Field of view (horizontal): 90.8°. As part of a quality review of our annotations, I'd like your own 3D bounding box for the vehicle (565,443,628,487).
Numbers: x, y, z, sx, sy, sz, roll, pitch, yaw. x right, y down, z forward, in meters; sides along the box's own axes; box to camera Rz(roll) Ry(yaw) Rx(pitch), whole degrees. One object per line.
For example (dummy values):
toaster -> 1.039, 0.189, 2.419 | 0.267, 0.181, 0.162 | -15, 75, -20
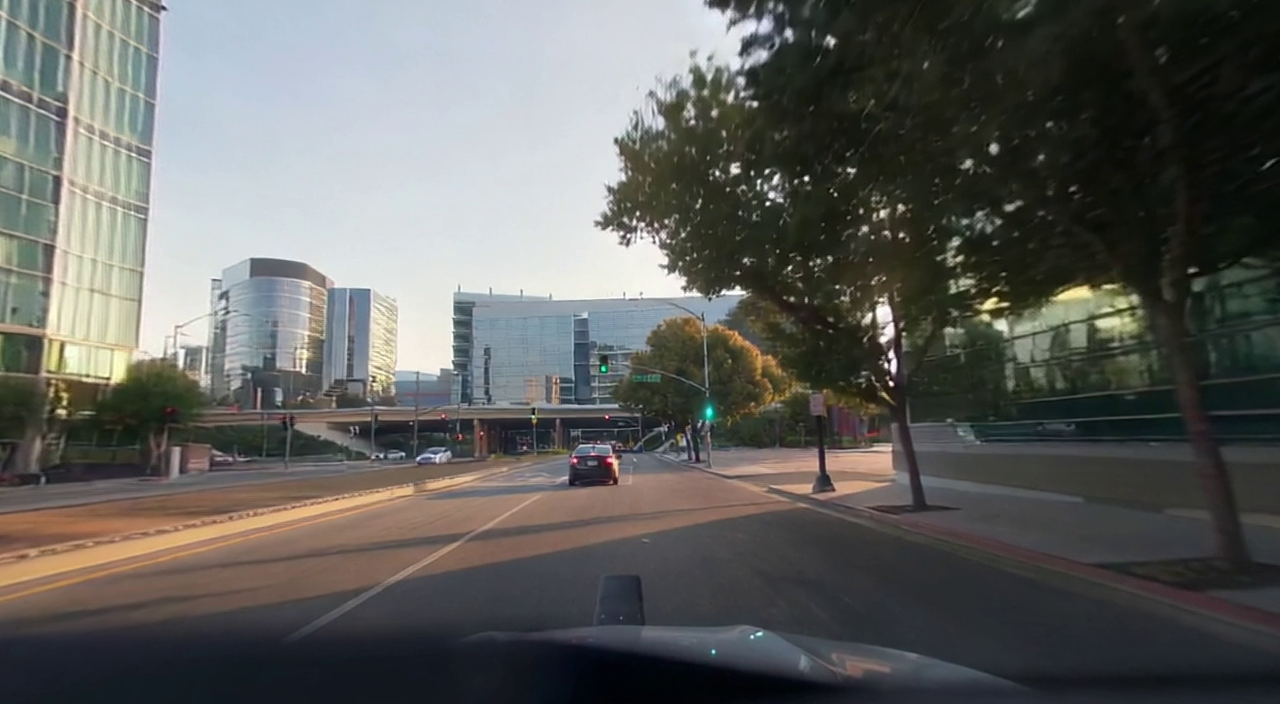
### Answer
vehicle -> -1.571, 4.215, 23.948 | 2.154, 1.465, 4.532 | 0, -9, -2
